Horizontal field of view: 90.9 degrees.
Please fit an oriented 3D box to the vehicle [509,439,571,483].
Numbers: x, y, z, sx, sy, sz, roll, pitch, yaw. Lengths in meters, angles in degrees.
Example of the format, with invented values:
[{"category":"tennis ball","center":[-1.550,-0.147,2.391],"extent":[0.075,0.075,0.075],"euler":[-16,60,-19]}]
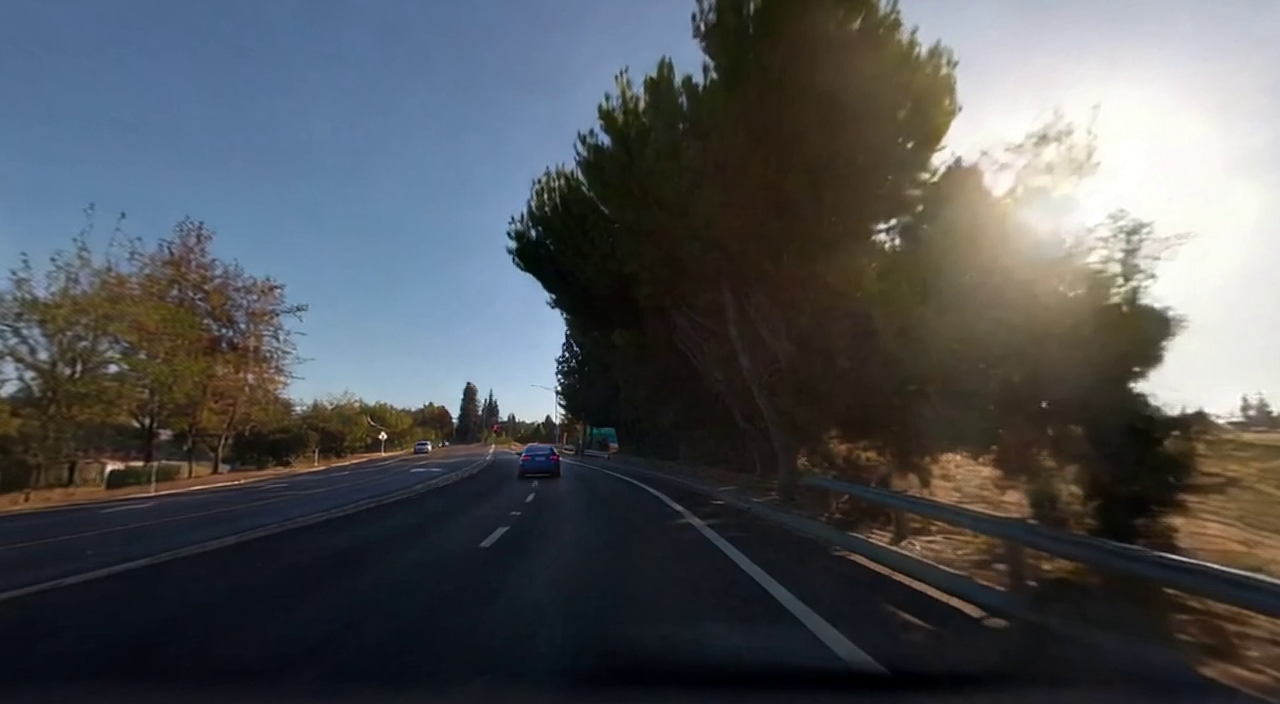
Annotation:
[{"category":"vehicle","center":[-3.899,4.161,24.486],"extent":[2.148,1.521,4.089],"euler":[1,-8,-10]}]
